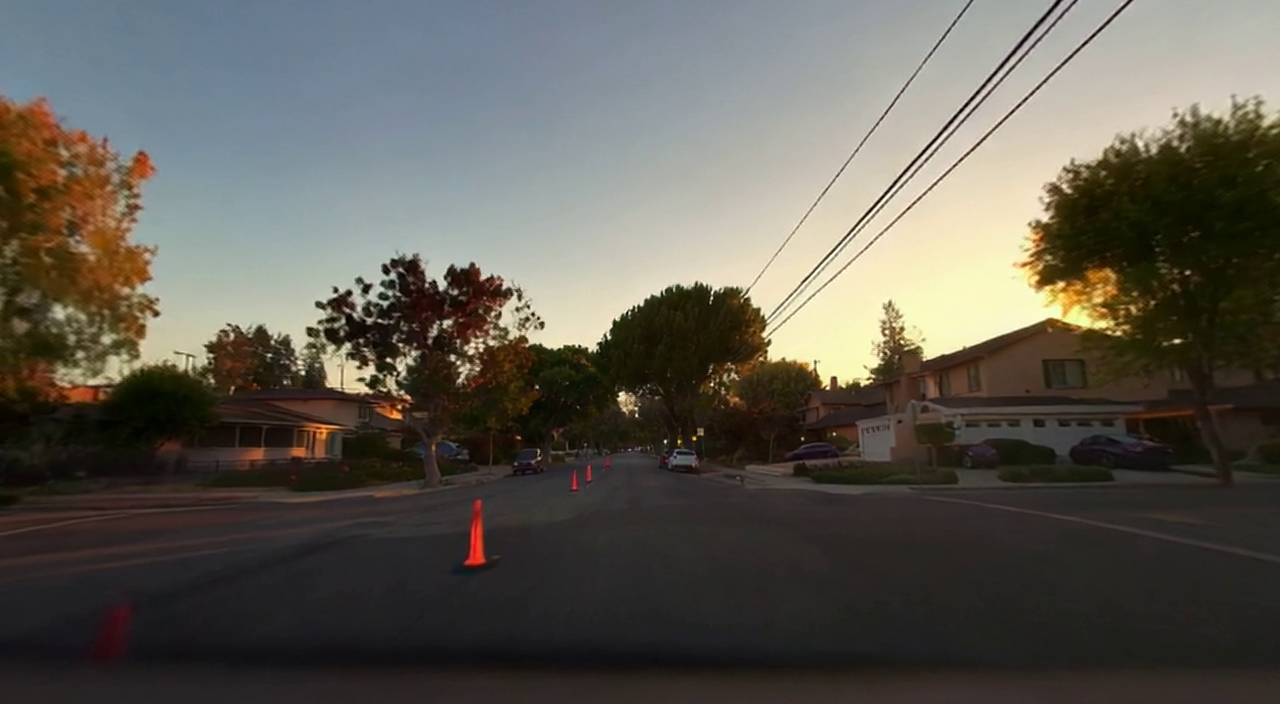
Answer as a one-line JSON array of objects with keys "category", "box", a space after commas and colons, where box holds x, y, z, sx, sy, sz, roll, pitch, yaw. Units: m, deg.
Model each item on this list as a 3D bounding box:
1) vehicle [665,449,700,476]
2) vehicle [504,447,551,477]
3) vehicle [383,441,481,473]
[{"category": "vehicle", "box": [2.689, 7.147, 41.050, 1.896, 1.602, 4.571, 0, -9, -1]}, {"category": "vehicle", "box": [-7.638, 7.574, 43.475, 2.266, 1.877, 5.167, -1, -10, 0]}, {"category": "vehicle", "box": [-15.765, 7.998, 48.252, 6.526, 2.046, 2.522, 3, -9, -2]}]
